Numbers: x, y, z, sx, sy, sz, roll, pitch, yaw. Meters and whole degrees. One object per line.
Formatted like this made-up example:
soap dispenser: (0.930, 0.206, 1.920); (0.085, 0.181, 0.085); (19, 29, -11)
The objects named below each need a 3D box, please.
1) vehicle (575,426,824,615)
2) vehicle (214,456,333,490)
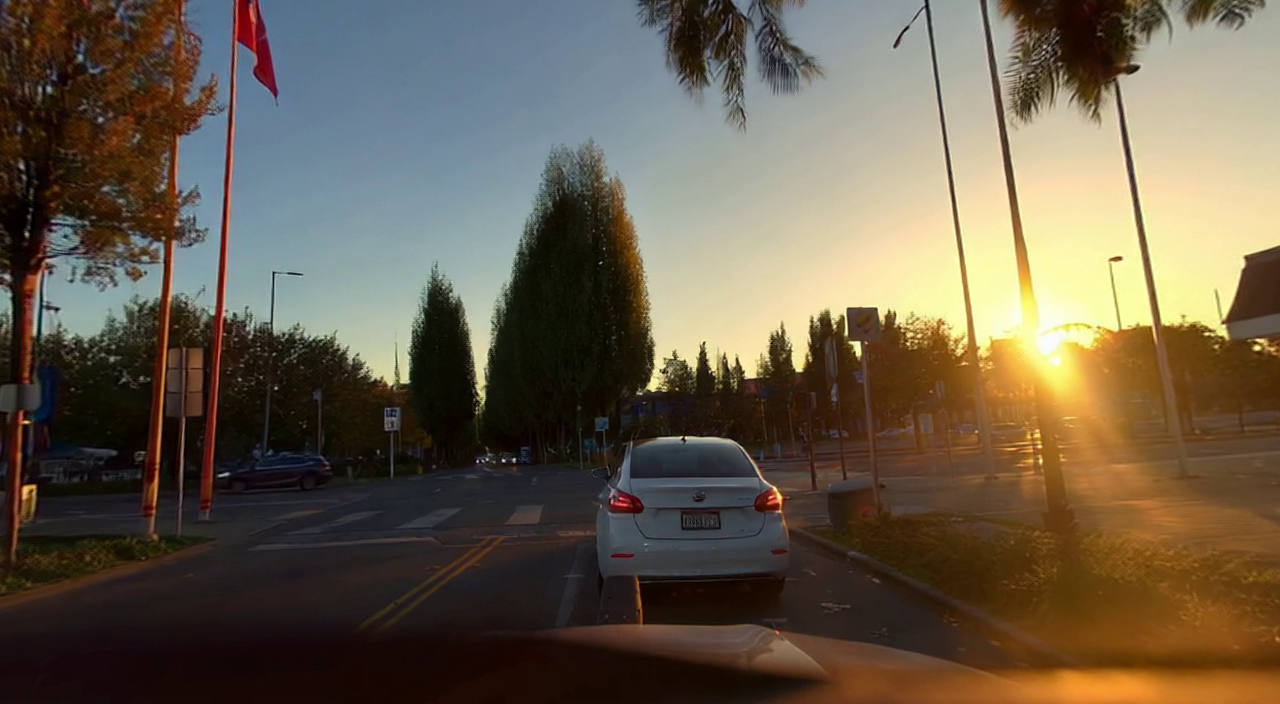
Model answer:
vehicle: (0.381, 1.622, 6.905); (1.985, 1.463, 3.647); (0, -9, -3)
vehicle: (-16.853, 5.571, 29.135); (4.278, 1.475, 1.804); (0, -10, -5)
